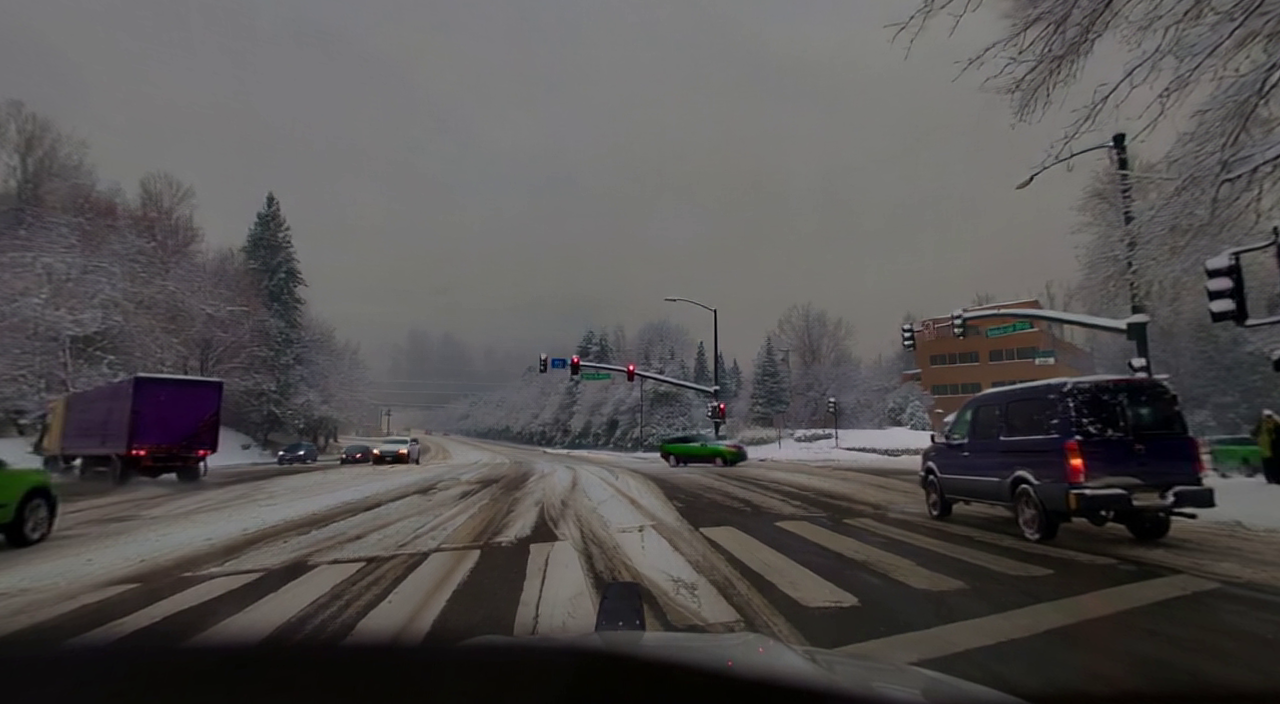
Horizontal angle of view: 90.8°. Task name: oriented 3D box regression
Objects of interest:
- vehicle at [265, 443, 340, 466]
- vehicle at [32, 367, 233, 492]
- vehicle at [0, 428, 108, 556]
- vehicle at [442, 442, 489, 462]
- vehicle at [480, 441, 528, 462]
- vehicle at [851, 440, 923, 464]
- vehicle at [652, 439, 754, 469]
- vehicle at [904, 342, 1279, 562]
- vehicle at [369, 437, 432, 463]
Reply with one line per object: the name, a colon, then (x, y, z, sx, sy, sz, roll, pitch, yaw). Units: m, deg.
vehicle: (-21.803, 6.639, 41.024, 1.859, 1.415, 4.591, -1, -9, 8)
vehicle: (-15.928, 2.490, 19.701, 6.726, 3.230, 3.112, -7, -11, 37)
vehicle: (-8.495, 1.575, 6.902, 1.993, 1.496, 4.524, 1, -9, -10)
vehicle: (-13.145, 7.585, 47.863, 1.845, 1.426, 4.289, -1, -9, 8)
vehicle: (-10.111, 7.462, 47.410, 2.097, 1.484, 4.596, -1, -9, 8)
vehicle: (17.071, 6.903, 43.633, 4.524, 1.560, 2.052, 4, -10, -28)
vehicle: (3.265, 5.298, 32.950, 4.846, 1.487, 2.086, -5, -10, 29)
vehicle: (6.551, 1.517, 9.945, 2.332, 2.511, 5.326, 0, -9, -1)
vehicle: (-17.345, 7.146, 46.012, 2.189, 1.753, 4.785, -1, -9, 8)
